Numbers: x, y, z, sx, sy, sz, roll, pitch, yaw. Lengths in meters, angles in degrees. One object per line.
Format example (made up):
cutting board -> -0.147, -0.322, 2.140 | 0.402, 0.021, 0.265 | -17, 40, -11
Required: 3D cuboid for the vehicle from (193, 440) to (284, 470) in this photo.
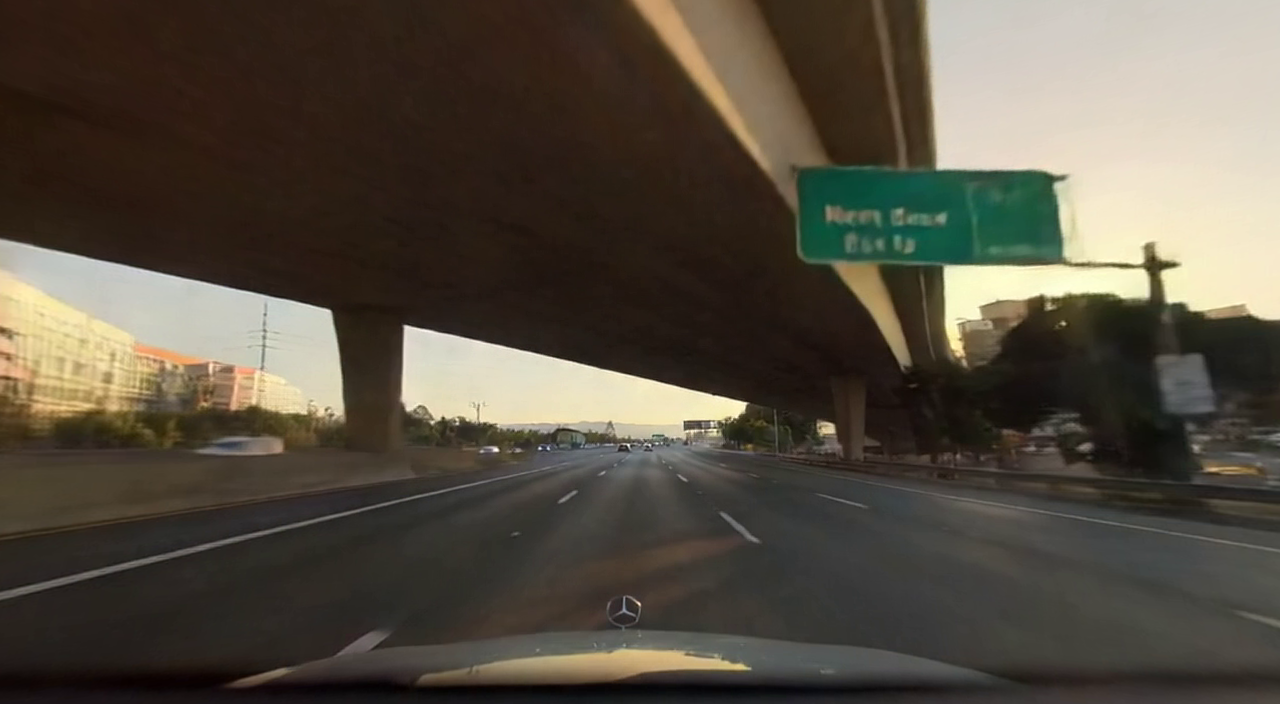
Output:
vehicle -> -27.480, 7.077, 43.429 | 2.244, 1.913, 5.868 | 0, -9, 1
